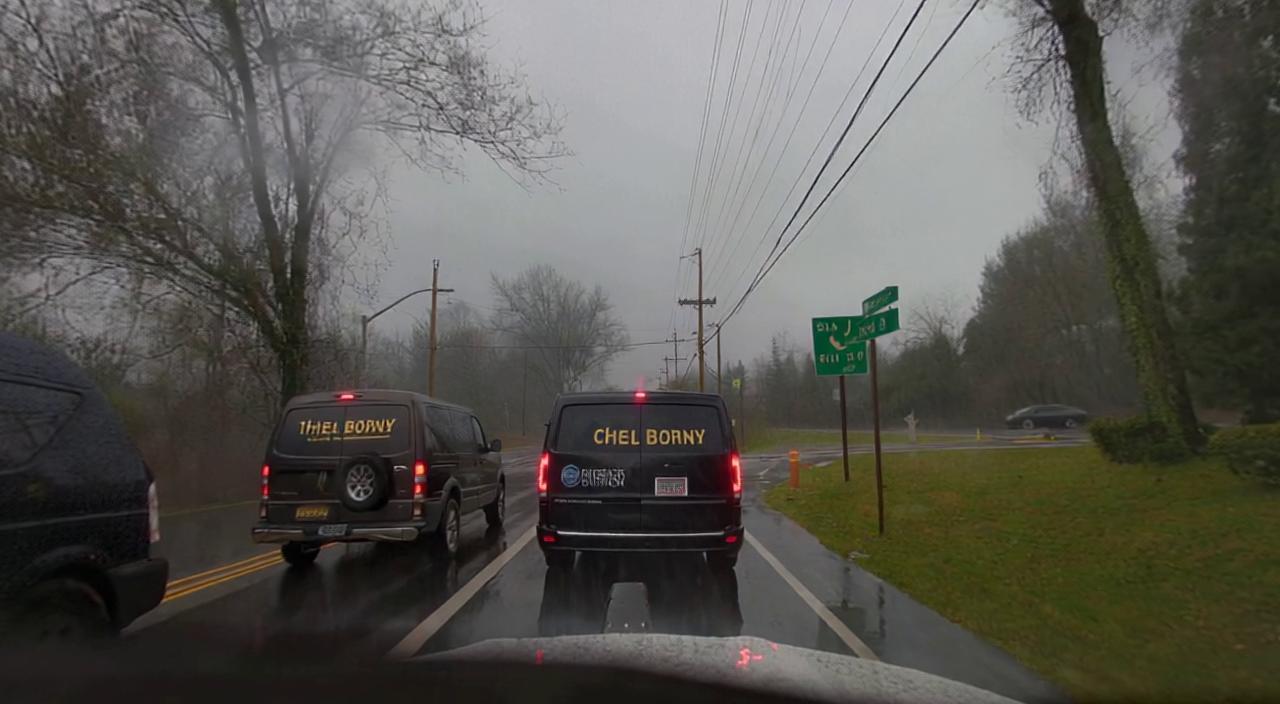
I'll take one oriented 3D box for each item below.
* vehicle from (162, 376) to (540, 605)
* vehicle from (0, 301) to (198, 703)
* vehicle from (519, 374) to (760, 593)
[{"bbox_3d":[-2.761,1.481,7.609,2.109,1.851,4.749,-1,-8,3],"label":"vehicle"},{"bbox_3d":[-3.113,0.500,0.244,2.160,1.796,4.997,0,-8,1],"label":"vehicle"},{"bbox_3d":[0.103,1.461,7.690,2.117,1.911,4.095,-1,-8,3],"label":"vehicle"}]
